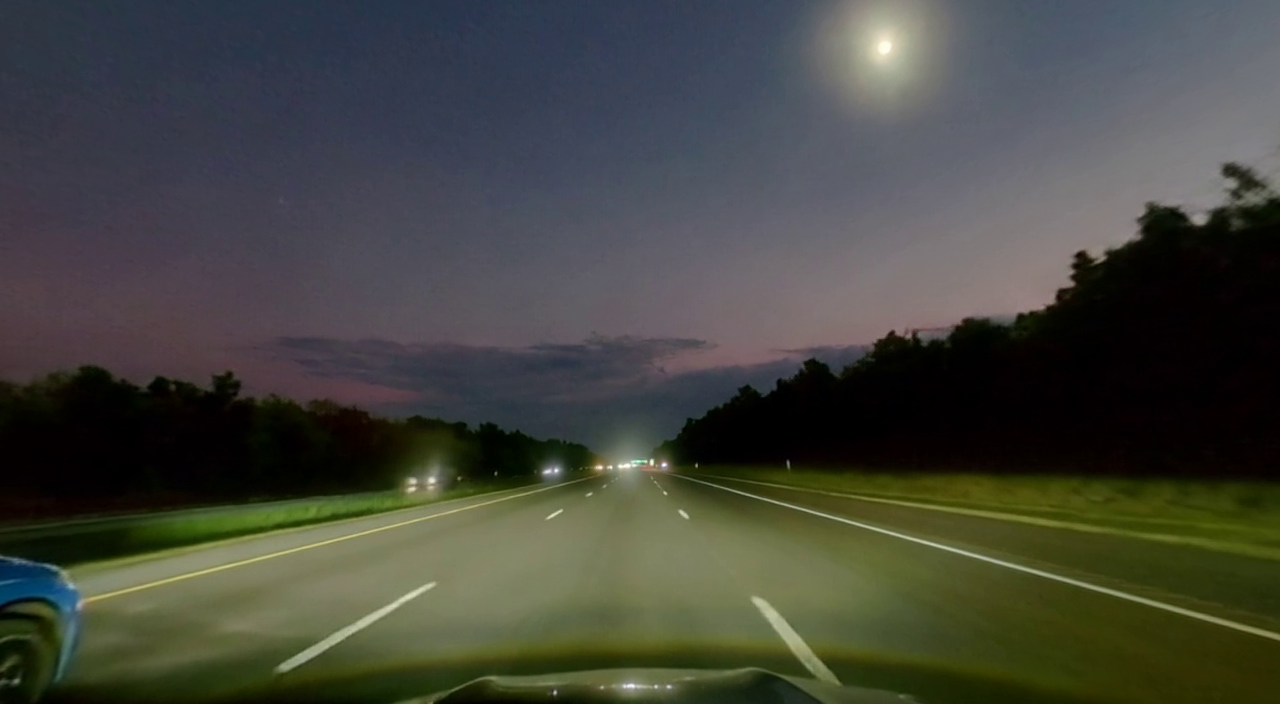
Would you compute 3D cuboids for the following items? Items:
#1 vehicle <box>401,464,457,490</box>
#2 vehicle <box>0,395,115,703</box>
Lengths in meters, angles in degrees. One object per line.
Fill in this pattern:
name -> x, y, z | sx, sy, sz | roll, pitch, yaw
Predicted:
vehicle -> -12.827, 7.658, 38.638 | 1.898, 1.453, 4.393 | 1, -10, 0
vehicle -> -3.989, 0.657, 1.106 | 1.928, 1.593, 4.871 | 1, -10, -1
